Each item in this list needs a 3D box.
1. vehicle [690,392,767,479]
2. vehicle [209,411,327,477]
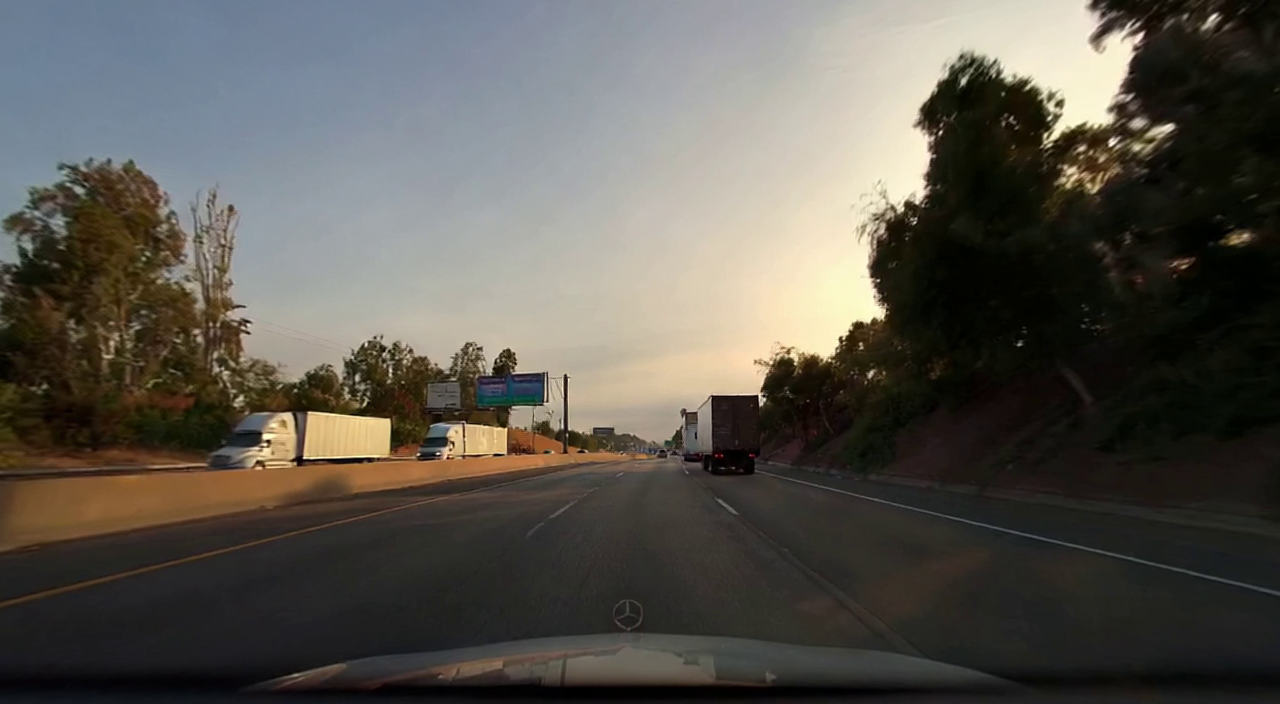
[{"bbox_3d":[4.936,5.112,38.276,2.826,4.269,14.176,-1,-8,1],"label":"vehicle"},{"bbox_3d":[-22.088,5.516,37.926,3.183,3.642,5.959,0,-8,2],"label":"vehicle"}]
